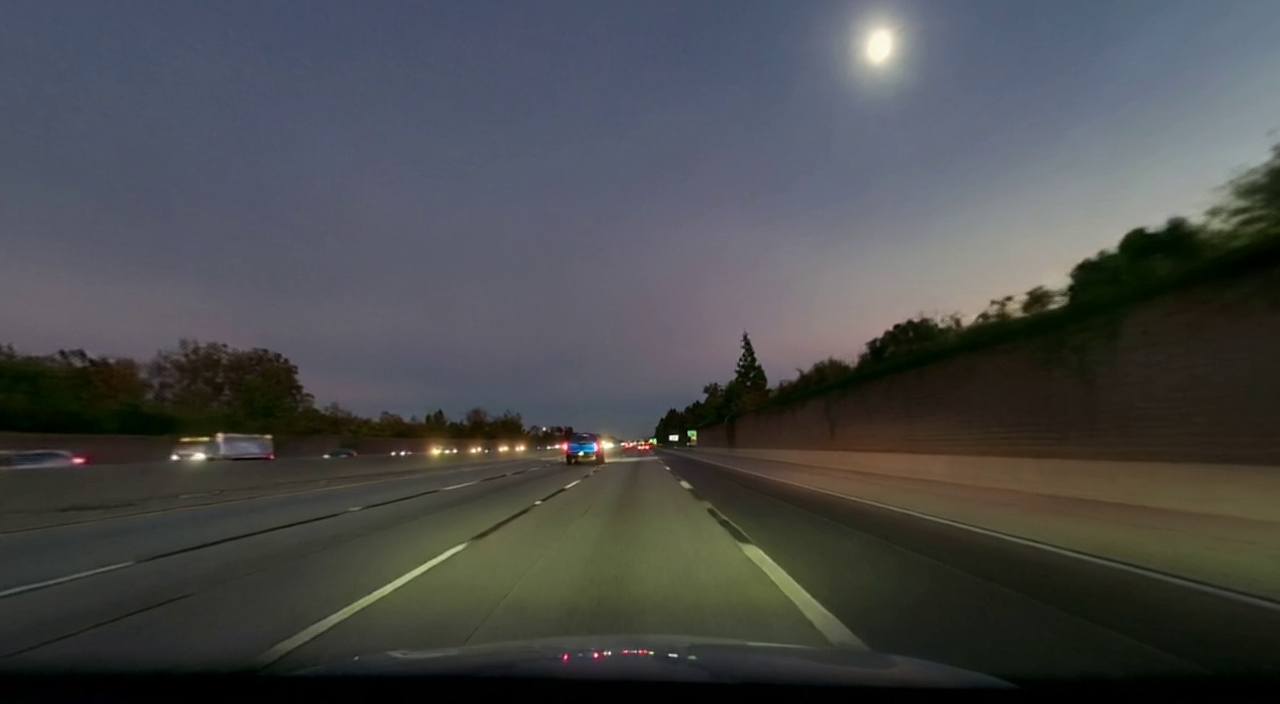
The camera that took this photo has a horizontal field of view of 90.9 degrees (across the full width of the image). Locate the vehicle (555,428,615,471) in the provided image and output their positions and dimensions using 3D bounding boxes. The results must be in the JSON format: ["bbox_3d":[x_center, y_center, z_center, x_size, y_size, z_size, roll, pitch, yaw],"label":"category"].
[{"bbox_3d":[-2.920,5.426,35.218,2.604,2.170,6.271,0,-8,1],"label":"vehicle"}]

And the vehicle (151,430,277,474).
[{"bbox_3d":[-32.889,7.799,49.390,2.834,3.063,9.925,0,-8,1],"label":"vehicle"}]

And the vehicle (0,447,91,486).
[{"bbox_3d":[-25.709,4.700,26.045,1.916,1.489,4.504,0,-8,1],"label":"vehicle"}]
